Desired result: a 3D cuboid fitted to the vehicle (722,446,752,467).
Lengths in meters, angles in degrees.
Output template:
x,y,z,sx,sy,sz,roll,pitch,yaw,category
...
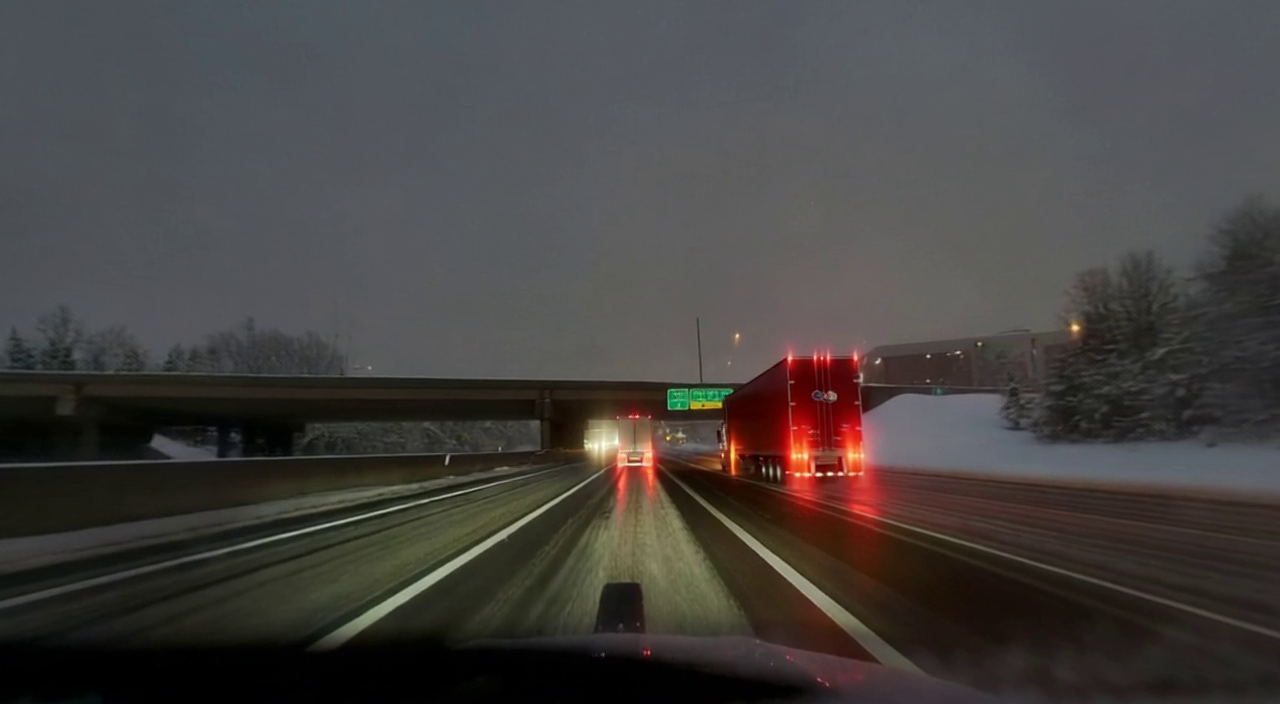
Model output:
x,y,z,sx,sy,sz,roll,pitch,yaw,category
7.311,7.947,47.865,1.687,1.503,3.688,0,-9,0,vehicle
